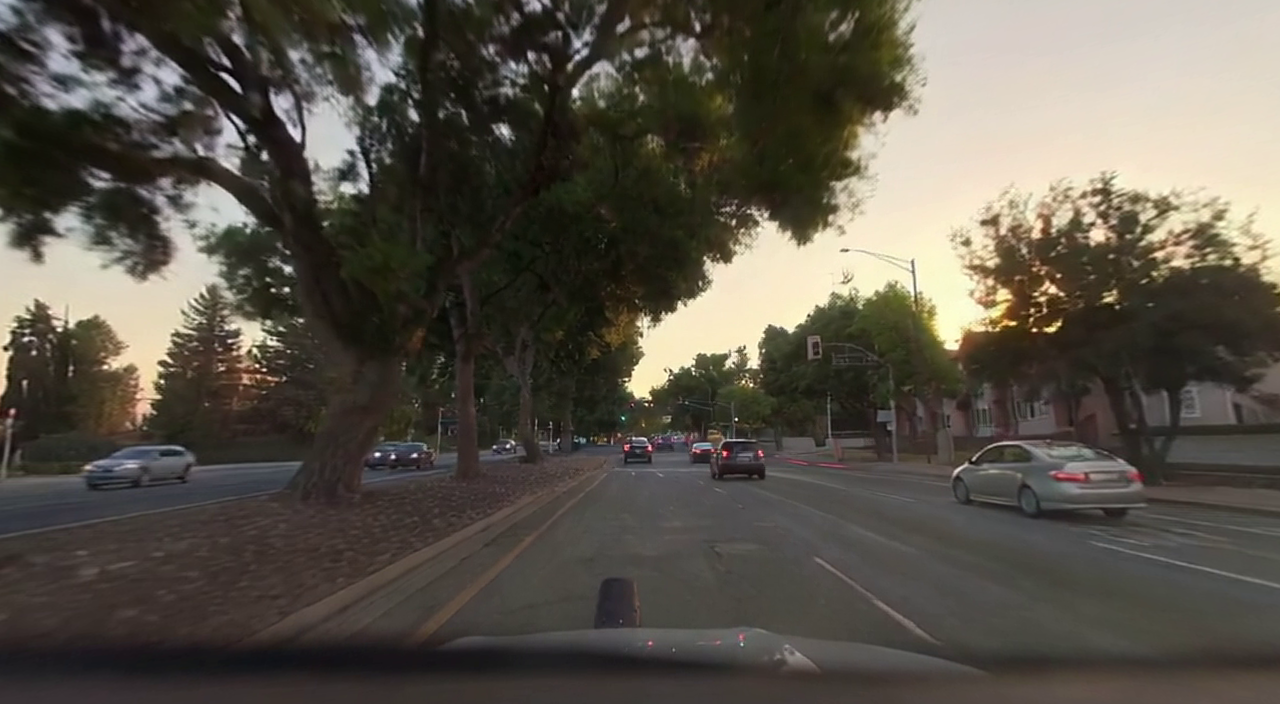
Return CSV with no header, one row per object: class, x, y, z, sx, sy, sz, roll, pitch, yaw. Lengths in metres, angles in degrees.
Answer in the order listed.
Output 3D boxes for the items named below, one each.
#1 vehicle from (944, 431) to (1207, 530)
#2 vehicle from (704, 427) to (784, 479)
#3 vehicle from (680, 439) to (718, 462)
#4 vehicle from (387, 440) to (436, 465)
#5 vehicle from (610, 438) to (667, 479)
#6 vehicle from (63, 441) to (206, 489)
vehicle,7.707,2.286,11.814,1.949,1.492,4.103,0,-9,0
vehicle,3.960,3.957,24.932,2.209,1.813,4.724,0,-9,-2
vehicle,3.963,6.688,43.097,2.064,1.474,4.389,0,-9,-1
vehicle,-15.823,6.956,43.877,1.889,1.622,3.975,0,-9,0
vehicle,-0.064,3.997,23.922,1.988,1.418,4.214,0,-9,0
vehicle,-19.691,4.405,24.944,1.923,1.703,4.469,0,-9,0
